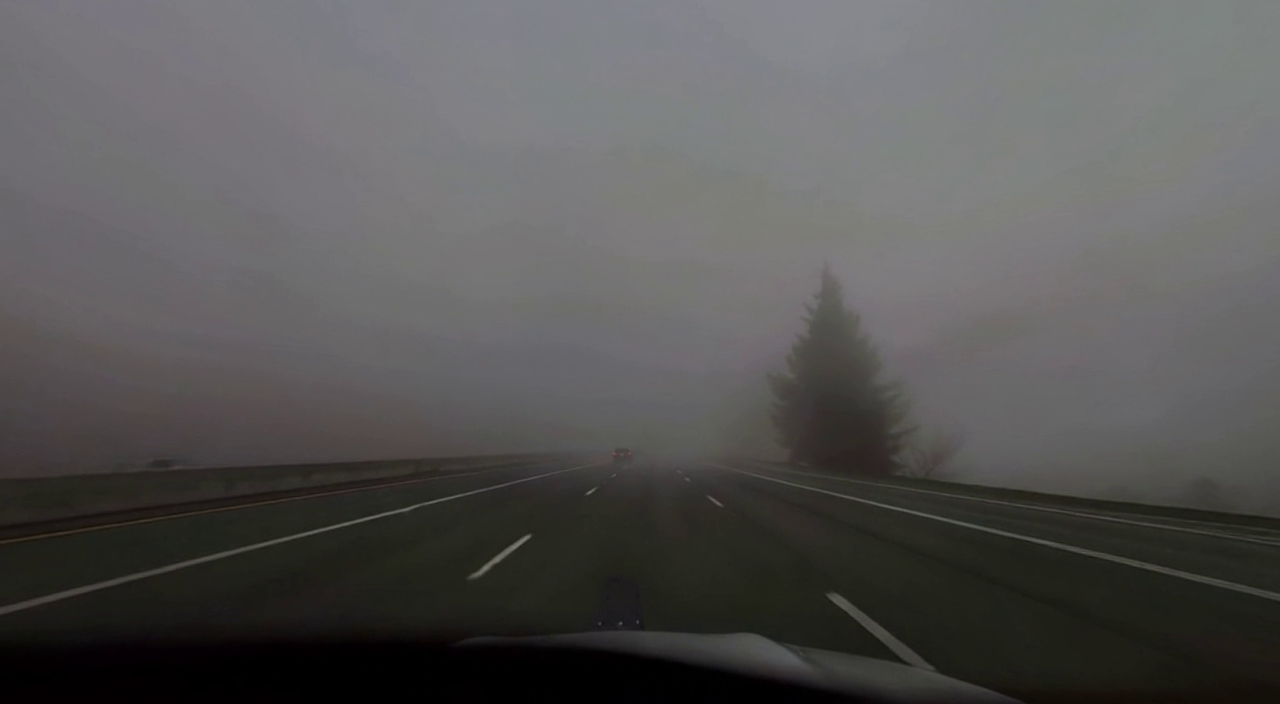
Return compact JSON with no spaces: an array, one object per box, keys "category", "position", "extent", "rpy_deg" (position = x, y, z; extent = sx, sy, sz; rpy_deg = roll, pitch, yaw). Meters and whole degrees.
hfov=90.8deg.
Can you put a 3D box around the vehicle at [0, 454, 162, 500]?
[{"category":"vehicle","position":[-19.888,4.409,22.705],"extent":[1.906,1.471,4.320],"rpy_deg":[0,-9,1]}]
